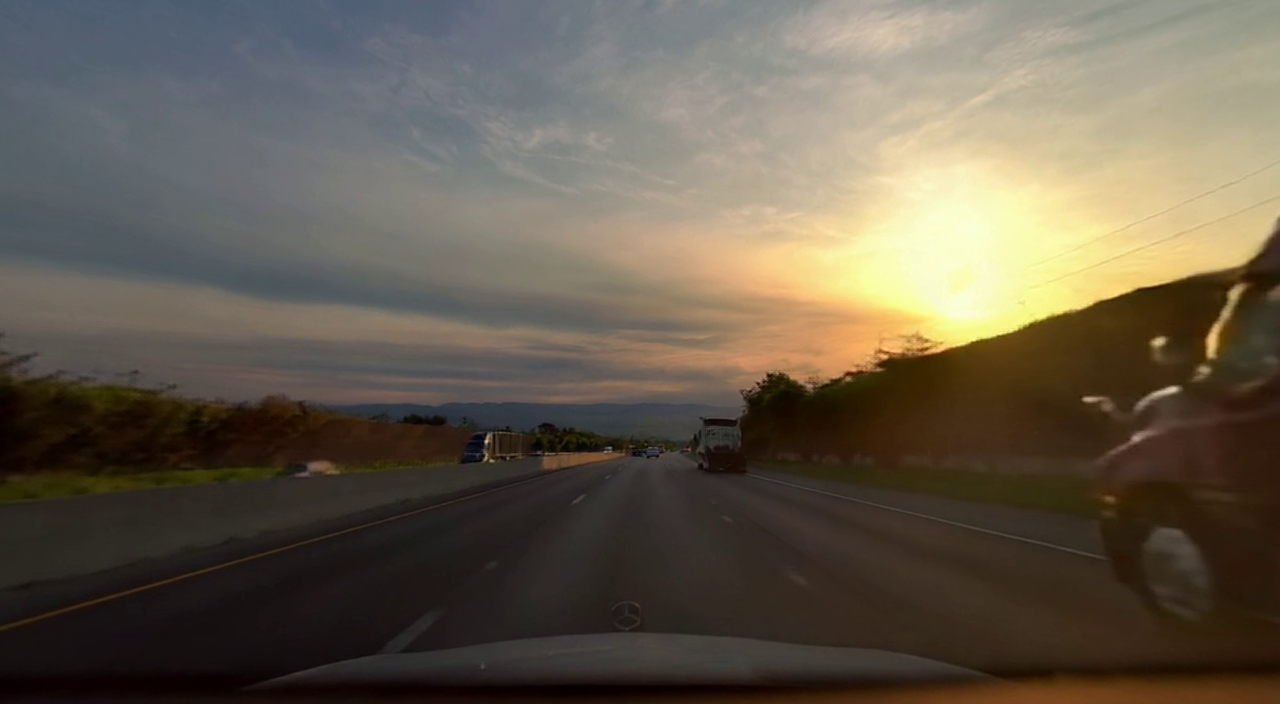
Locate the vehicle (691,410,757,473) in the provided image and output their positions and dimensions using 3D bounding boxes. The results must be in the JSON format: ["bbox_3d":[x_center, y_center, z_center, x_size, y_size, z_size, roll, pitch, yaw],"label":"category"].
[{"bbox_3d":[4.786,5.368,37.431,2.771,3.313,8.121,0,-9,0],"label":"vehicle"}]

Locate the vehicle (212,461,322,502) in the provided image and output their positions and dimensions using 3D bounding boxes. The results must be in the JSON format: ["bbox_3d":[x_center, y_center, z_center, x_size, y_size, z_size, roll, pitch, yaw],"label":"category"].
[{"bbox_3d":[-15.119,5.248,25.895,1.792,1.467,4.397,0,-9,0],"label":"vehicle"}]
